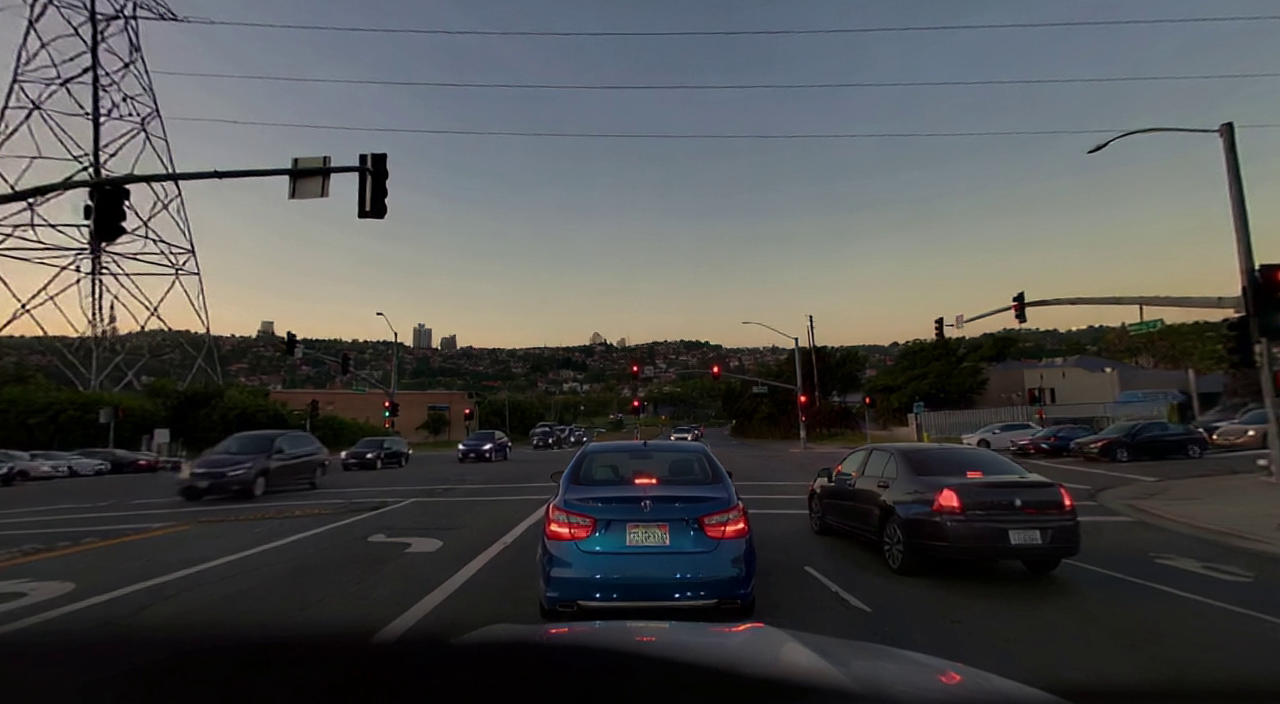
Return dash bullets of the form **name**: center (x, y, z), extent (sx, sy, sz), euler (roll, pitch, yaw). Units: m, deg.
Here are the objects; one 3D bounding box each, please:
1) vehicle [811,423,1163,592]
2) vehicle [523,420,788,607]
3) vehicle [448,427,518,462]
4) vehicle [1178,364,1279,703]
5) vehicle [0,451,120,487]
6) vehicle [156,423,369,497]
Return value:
- **vehicle**: center (3.651, 1.685, 7.725), extent (1.835, 1.473, 4.190), euler (0, -8, -2)
- **vehicle**: center (0.110, 1.598, 7.131), extent (2.117, 1.474, 4.036), euler (0, -8, 0)
- **vehicle**: center (-8.983, 5.390, 36.627), extent (2.161, 1.818, 5.672), euler (-1, -8, 5)
- **vehicle**: center (3.406, 0.590, 0.630), extent (1.926, 1.614, 4.330), euler (0, -8, 1)
- **vehicle**: center (-25.920, 5.114, 27.761), extent (4.263, 1.464, 1.895), euler (0, -8, -1)
- **vehicle**: center (-10.065, 2.953, 17.609), extent (2.269, 1.716, 5.700), euler (-1, -8, 2)
